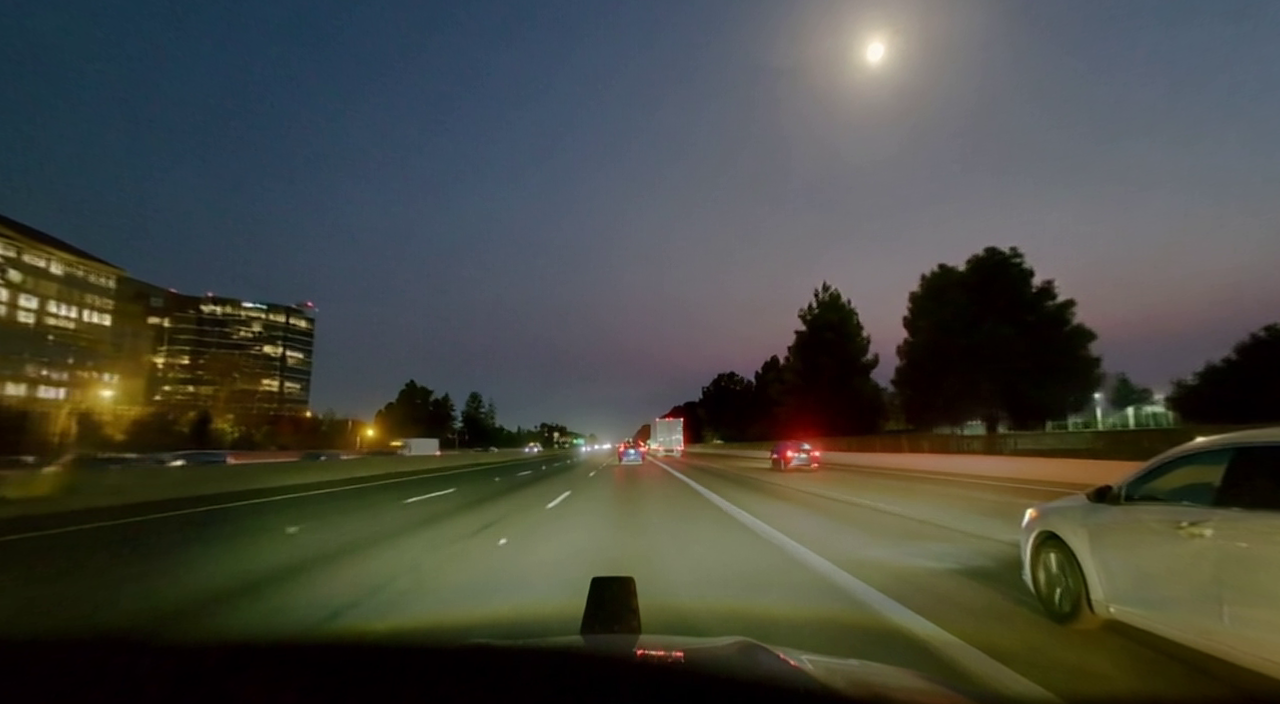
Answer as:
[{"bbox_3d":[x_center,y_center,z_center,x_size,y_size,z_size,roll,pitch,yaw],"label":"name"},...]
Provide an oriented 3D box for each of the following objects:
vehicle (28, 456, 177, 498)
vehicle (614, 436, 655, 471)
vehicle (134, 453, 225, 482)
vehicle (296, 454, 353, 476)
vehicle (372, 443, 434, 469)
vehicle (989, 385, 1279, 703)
[{"bbox_3d":[-22.231,5.164,26.446,2.087,1.499,4.726,0,-9,0],"label":"vehicle"},{"bbox_3d":[-0.356,6.038,37.761,2.297,1.912,4.355,0,-9,-1],"label":"vehicle"},{"bbox_3d":[-26.002,6.523,35.898,1.859,1.483,4.494,0,-9,-1],"label":"vehicle"},{"bbox_3d":[-22.416,8.054,45.082,1.810,1.425,4.316,0,-9,0],"label":"vehicle"},{"bbox_3d":[-18.341,8.077,49.294,2.356,1.839,6.133,-1,-9,2],"label":"vehicle"},{"bbox_3d":[3.735,0.937,2.676,1.950,1.596,4.326,0,-9,-1],"label":"vehicle"}]
